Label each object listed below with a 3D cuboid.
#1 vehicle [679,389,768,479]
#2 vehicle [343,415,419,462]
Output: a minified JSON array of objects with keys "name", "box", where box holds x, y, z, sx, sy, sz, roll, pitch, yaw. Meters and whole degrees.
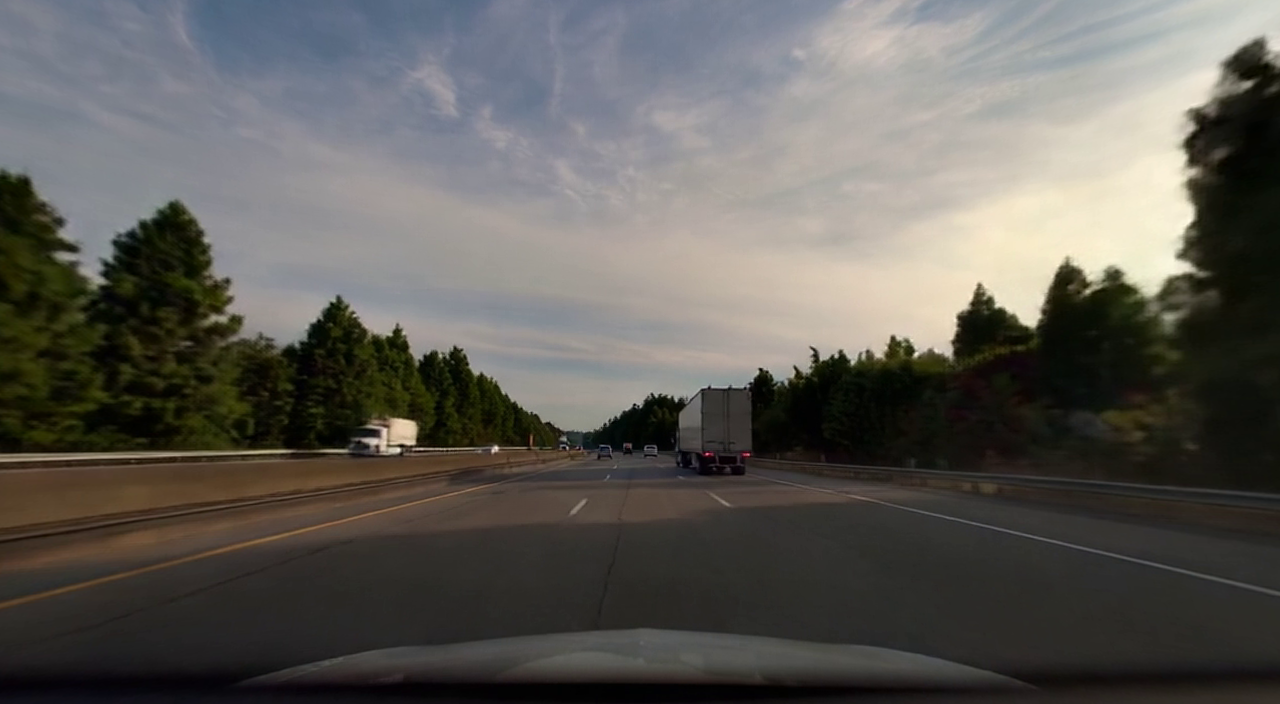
[{"name":"vehicle","box":[4.147,4.701,34.892,2.950,4.033,13.276,0,-9,-1]},{"name":"vehicle","box":[-19.724,6.722,48.511,2.679,3.356,7.493,0,-9,0]}]
